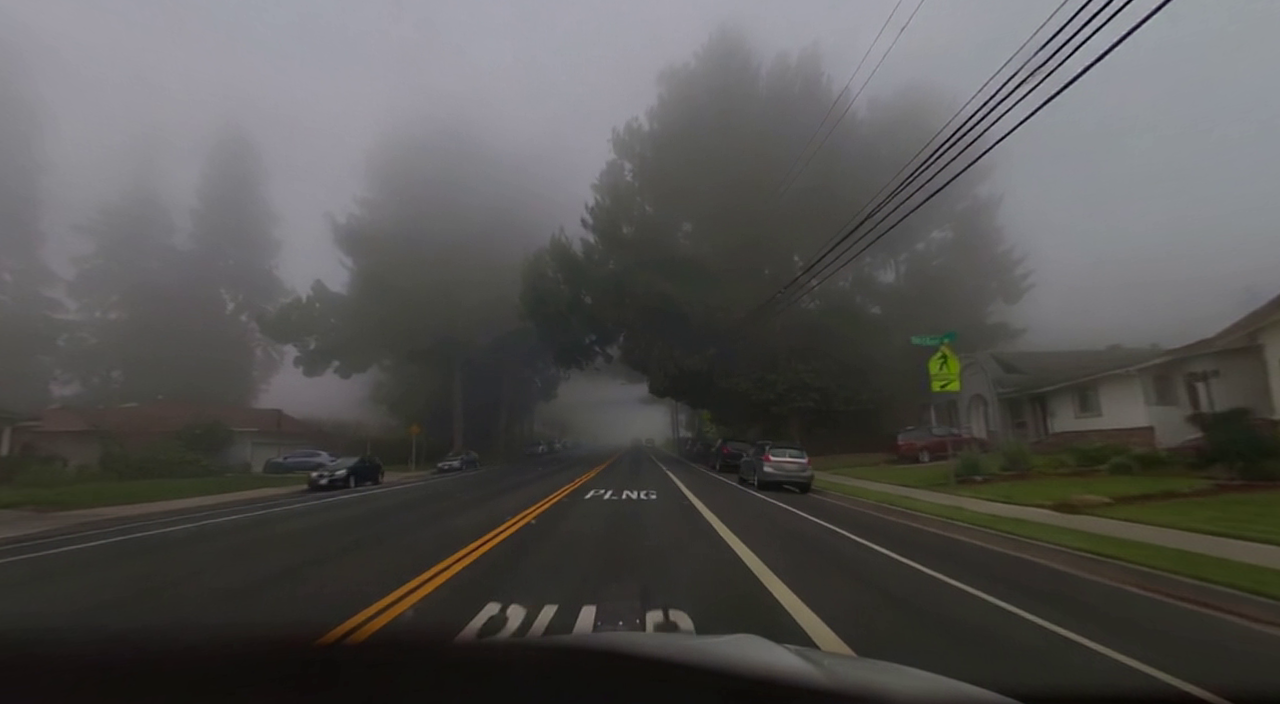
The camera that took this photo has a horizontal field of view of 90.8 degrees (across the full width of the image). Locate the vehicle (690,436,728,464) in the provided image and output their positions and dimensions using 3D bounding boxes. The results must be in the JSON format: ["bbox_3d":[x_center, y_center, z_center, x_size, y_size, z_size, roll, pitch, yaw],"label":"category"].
[{"bbox_3d":[4.503,6.472,41.947,1.993,1.743,4.525,0,-9,-1],"label":"vehicle"}]

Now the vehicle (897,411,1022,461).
[{"bbox_3d":[13.288,3.529,26.483,4.180,1.707,2.083,4,-9,1],"label":"vehicle"}]

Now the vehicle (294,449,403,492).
[{"bbox_3d":[-11.472,4.670,25.287,2.079,1.509,4.591,0,-9,1],"label":"vehicle"}]

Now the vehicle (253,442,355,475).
[{"bbox_3d":[-17.815,5.638,33.598,4.310,1.705,1.905,0,-9,3],"label":"vehicle"}]

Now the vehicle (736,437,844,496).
[{"bbox_3d":[4.363,3.414,19.256,1.920,1.541,4.709,1,-9,-3],"label":"vehicle"}]

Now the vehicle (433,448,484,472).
[{"bbox_3d":[-11.603,6.923,40.731,1.867,1.452,4.331,0,-8,2],"label":"vehicle"}]
